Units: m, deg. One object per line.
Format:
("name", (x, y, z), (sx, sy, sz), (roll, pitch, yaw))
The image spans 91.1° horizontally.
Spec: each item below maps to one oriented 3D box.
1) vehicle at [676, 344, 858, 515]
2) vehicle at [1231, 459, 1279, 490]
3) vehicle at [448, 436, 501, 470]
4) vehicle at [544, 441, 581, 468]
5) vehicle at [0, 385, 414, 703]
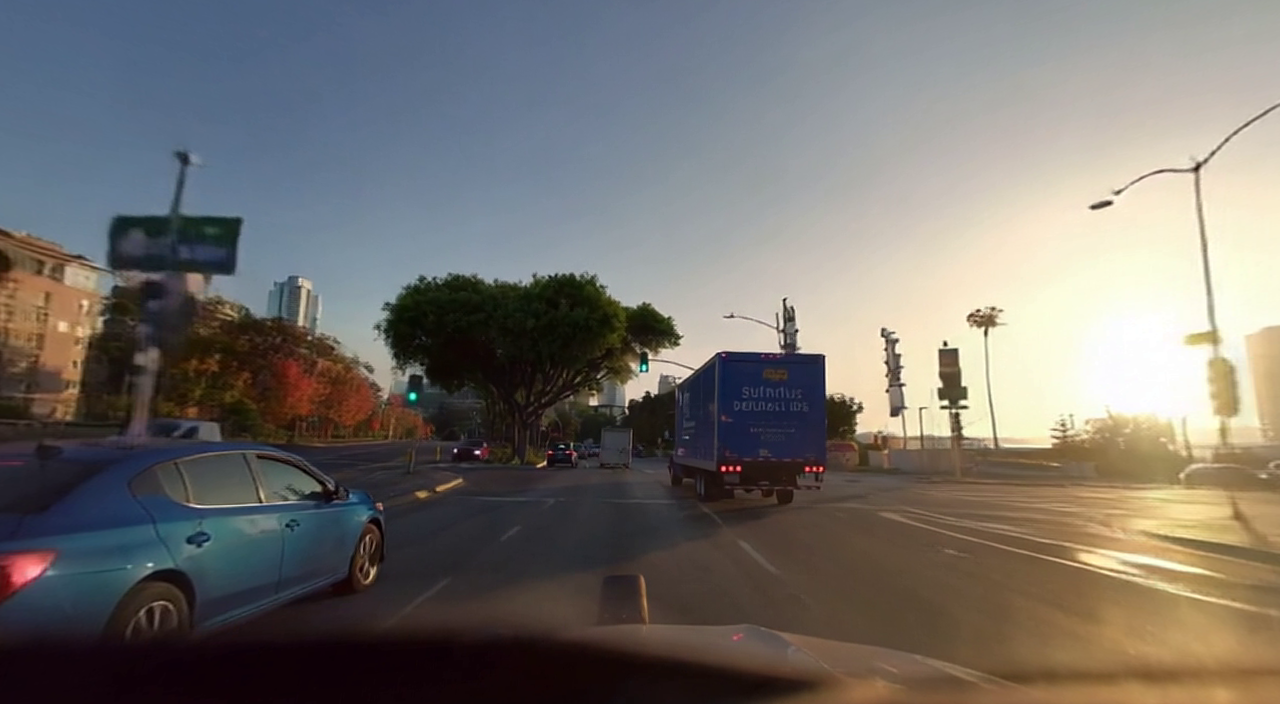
("vehicle", (2.970, 2.275, 17.758), (2.905, 3.644, 8.441), (0, -9, -3))
("vehicle", (47.157, 9.033, 46.499), (5.091, 2.041, 2.327), (2, -9, -15))
("vehicle", (-9.701, 5.986, 37.259), (2.374, 1.863, 4.751), (1, -9, -7))
("vehicle", (-5.415, 7.229, 44.511), (2.388, 1.811, 4.455), (1, -9, -4))
("vehicle", (-3.243, 1.154, 4.076), (1.828, 1.515, 4.422), (0, -9, 1))
